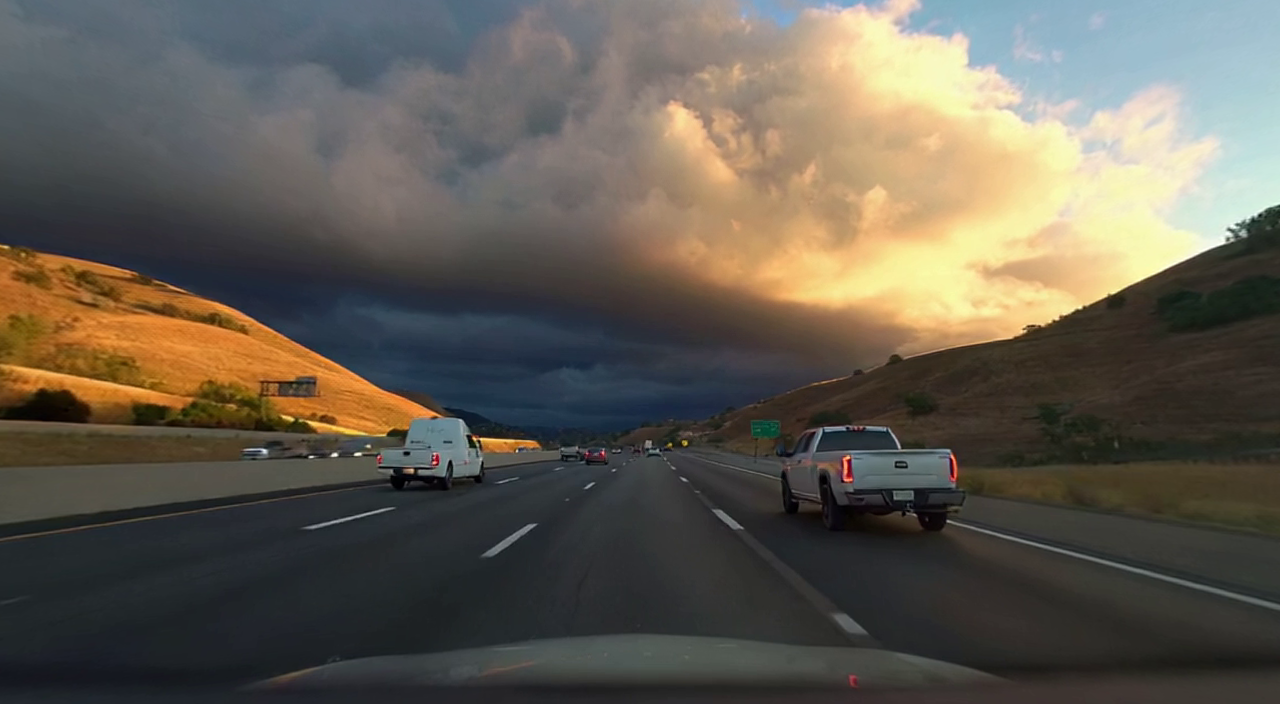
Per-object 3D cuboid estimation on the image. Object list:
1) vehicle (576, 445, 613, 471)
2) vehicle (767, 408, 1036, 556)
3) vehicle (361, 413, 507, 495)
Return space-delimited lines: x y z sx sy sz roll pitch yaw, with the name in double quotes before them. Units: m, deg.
"vehicle" -2.832 6.729 40.160 2.009 1.593 4.378 0 -9 1
"vehicle" 3.659 1.941 10.058 2.231 1.789 4.700 0 -9 0
"vehicle" -7.125 3.689 23.041 2.937 2.509 7.090 0 -9 0
